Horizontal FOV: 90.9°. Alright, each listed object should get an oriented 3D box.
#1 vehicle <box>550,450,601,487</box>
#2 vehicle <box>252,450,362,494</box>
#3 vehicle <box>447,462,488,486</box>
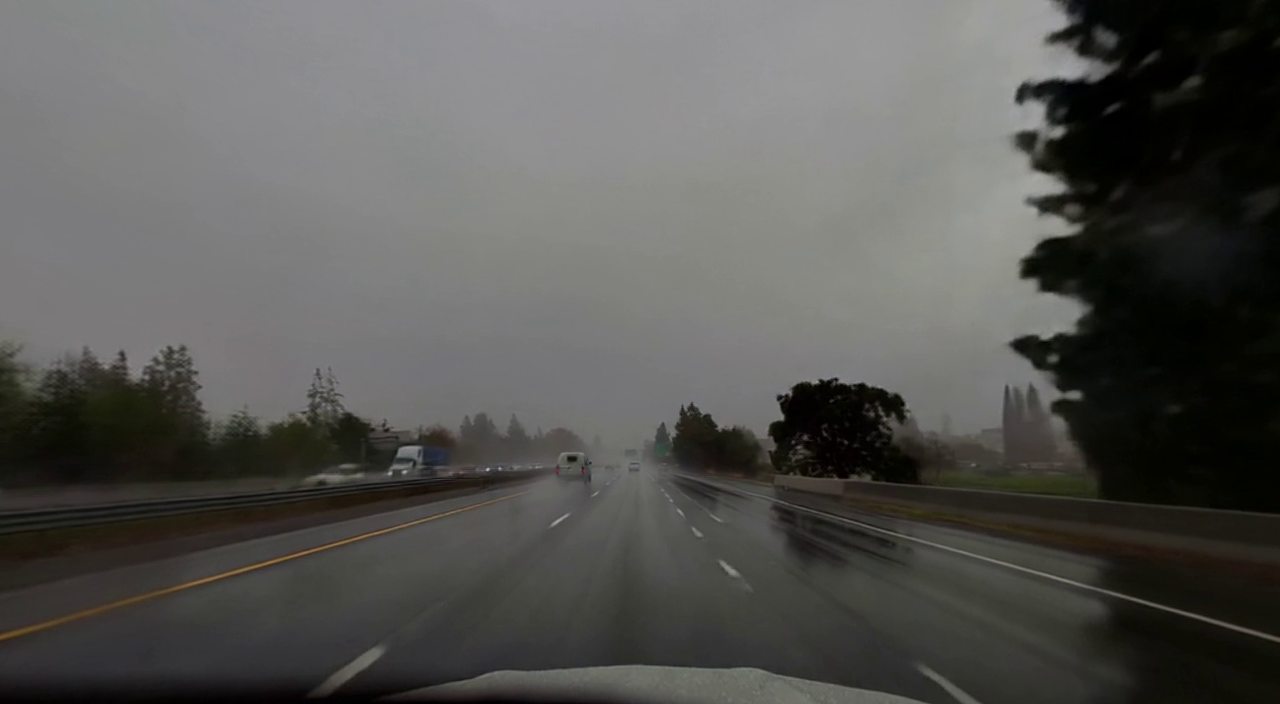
[{"bbox_3d":[-3.576,6.639,35.944,2.390,1.879,4.423,1,-10,0],"label":"vehicle"},{"bbox_3d":[-15.725,5.737,30.212,2.217,1.854,5.450,1,-10,0],"label":"vehicle"},{"bbox_3d":[-11.975,8.480,43.962,1.738,1.528,4.011,1,-10,0],"label":"vehicle"}]
